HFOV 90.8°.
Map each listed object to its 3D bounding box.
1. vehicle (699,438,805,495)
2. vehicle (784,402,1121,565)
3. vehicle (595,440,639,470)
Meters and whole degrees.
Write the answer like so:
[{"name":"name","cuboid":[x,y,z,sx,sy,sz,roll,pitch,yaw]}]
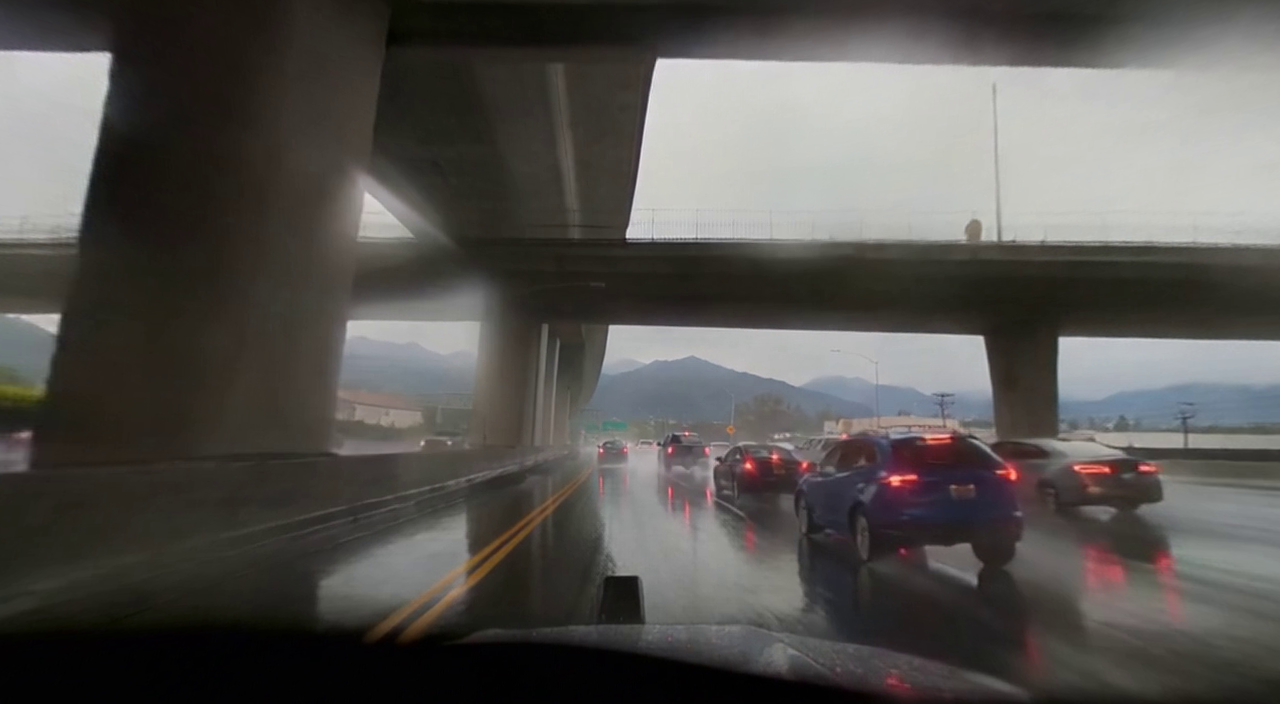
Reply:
[{"name":"vehicle","cuboid":[3.129,3.315,18.724,2.074,1.455,4.646,0,-8,-3]},{"name":"vehicle","cuboid":[3.976,1.782,9.414,2.276,1.739,5.040,0,-8,-2]},{"name":"vehicle","cuboid":[-1.268,5.612,34.715,2.266,1.549,3.978,0,-8,-2]}]
